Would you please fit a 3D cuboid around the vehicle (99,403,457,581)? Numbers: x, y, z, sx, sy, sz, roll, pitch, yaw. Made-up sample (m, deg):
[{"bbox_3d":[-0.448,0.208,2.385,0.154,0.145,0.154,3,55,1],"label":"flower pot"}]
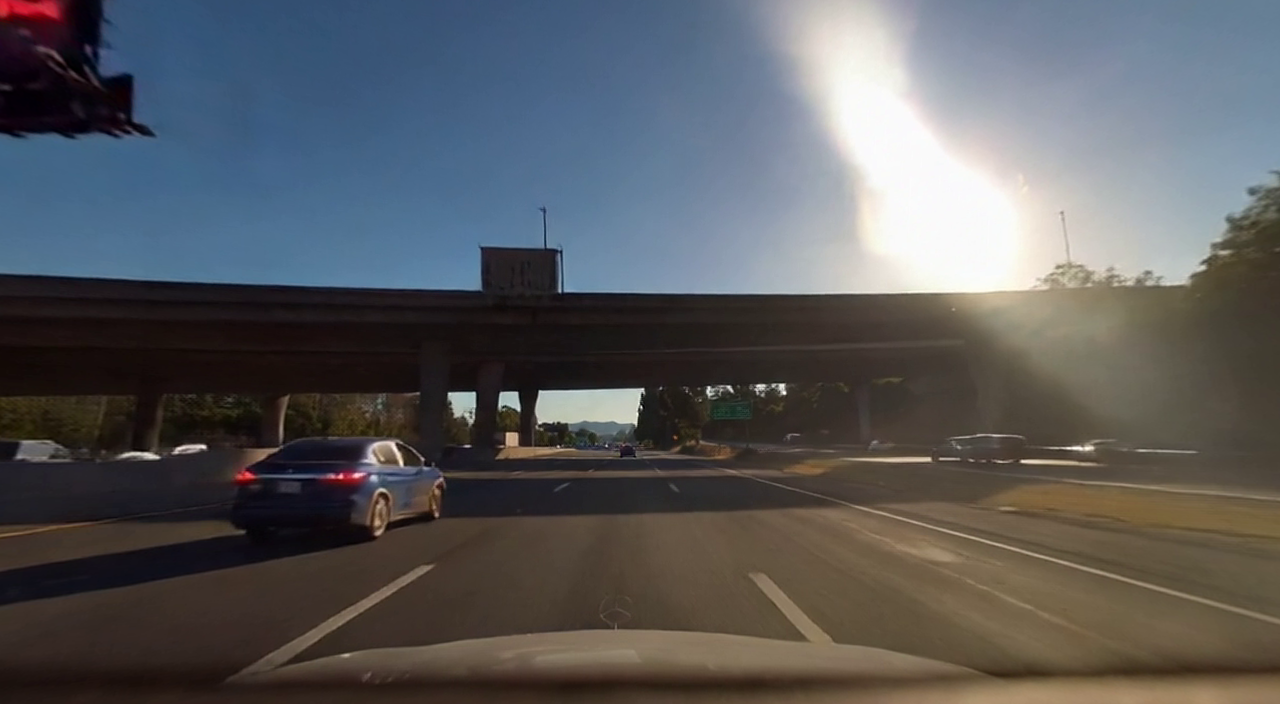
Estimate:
[{"bbox_3d":[-4.238,1.732,8.613,2.102,1.727,4.704,0,-9,-1],"label":"vehicle"}]
